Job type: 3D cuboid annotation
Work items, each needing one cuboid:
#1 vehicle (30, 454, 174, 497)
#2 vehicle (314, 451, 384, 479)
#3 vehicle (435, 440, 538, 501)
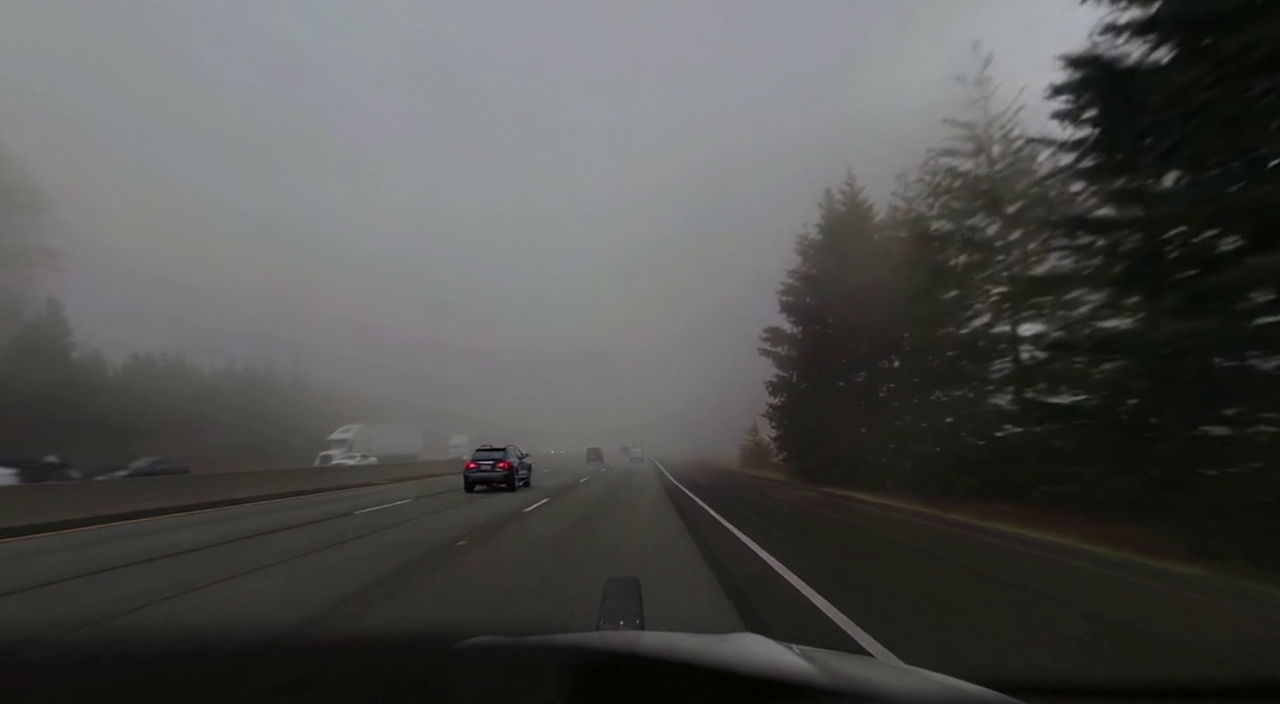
[{"bbox_3d":[-20.001,4.561,23.737,1.808,1.429,4.079,0,-9,0],"label":"vehicle"},{"bbox_3d":[-15.734,6.111,34.346,1.828,1.403,4.196,0,-9,0],"label":"vehicle"},{"bbox_3d":[-4.271,3.355,18.277,1.954,1.541,4.079,0,-9,0],"label":"vehicle"}]
